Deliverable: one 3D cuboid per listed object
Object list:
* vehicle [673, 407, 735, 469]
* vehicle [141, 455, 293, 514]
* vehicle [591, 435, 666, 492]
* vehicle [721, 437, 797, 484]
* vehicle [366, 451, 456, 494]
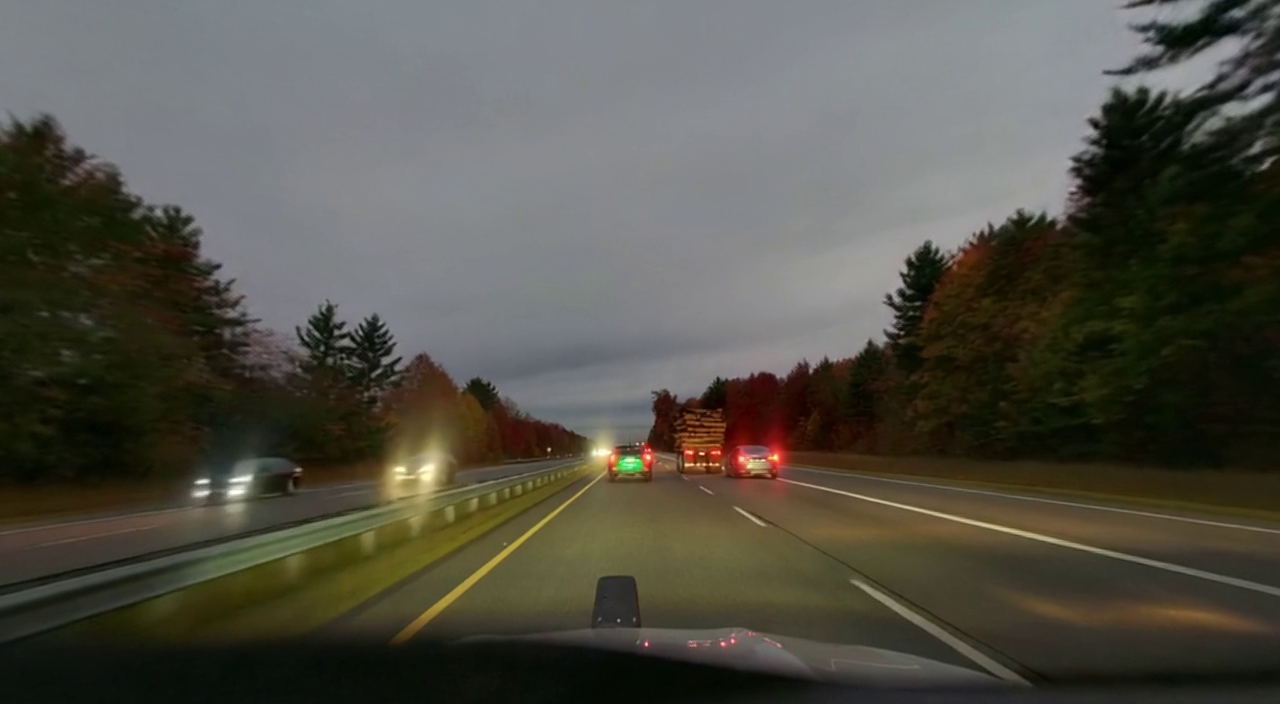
[{"bbox_3d":[4.263,6.047,43.732,3.125,3.895,8.461,0,-9,-2],"label":"vehicle"},{"bbox_3d":[-13.516,4.204,20.421,1.965,1.625,4.309,0,-9,-1],"label":"vehicle"},{"bbox_3d":[-0.387,3.679,21.042,2.263,1.699,3.936,0,-9,-1],"label":"vehicle"},{"bbox_3d":[4.646,4.310,25.120,2.057,1.660,4.525,0,-9,-1],"label":"vehicle"},{"bbox_3d":[-8.925,4.689,24.796,1.999,1.498,4.105,-1,-9,0],"label":"vehicle"}]
